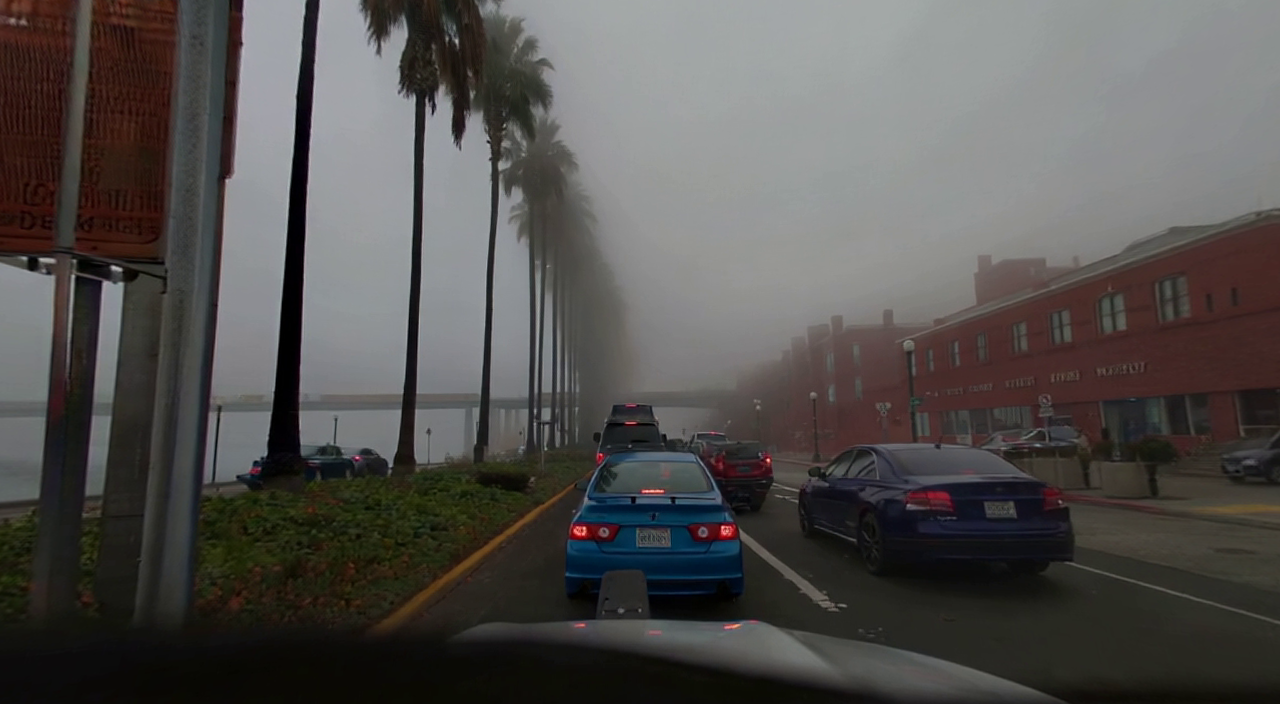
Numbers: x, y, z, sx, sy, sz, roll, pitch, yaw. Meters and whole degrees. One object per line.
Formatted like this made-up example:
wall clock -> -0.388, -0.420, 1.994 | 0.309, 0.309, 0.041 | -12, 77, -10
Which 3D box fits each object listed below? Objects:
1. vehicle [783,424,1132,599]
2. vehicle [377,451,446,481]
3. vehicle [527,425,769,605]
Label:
vehicle -> 3.262, 1.715, 7.736 | 1.920, 1.490, 4.417 | 0, -9, -1
vehicle -> -14.948, 7.472, 41.681 | 2.104, 1.802, 4.852 | -2, -9, 9
vehicle -> 0.063, 1.671, 7.276 | 2.048, 1.503, 3.681 | 0, -9, 0
